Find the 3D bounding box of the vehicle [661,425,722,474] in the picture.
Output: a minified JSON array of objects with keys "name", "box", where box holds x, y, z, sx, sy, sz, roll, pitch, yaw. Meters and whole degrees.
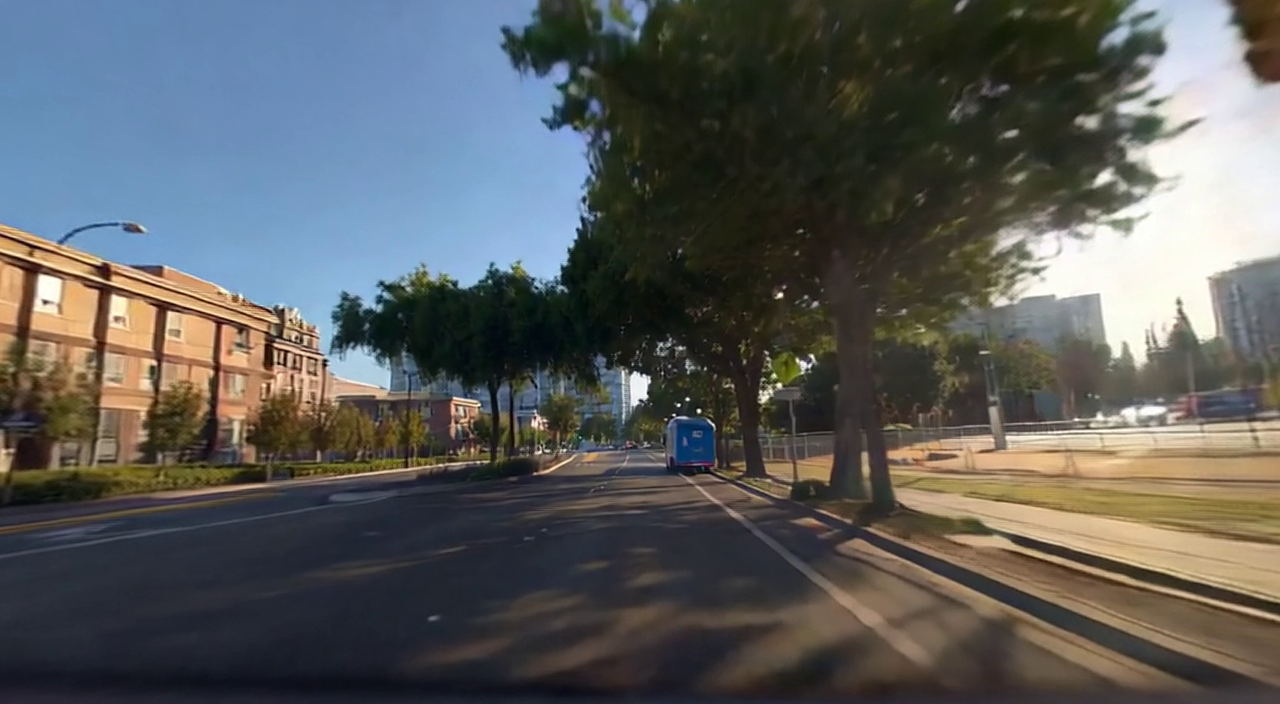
[{"name":"vehicle","box":[2.425,4.794,31.151,2.514,2.218,5.013,0,-9,-1]}]
